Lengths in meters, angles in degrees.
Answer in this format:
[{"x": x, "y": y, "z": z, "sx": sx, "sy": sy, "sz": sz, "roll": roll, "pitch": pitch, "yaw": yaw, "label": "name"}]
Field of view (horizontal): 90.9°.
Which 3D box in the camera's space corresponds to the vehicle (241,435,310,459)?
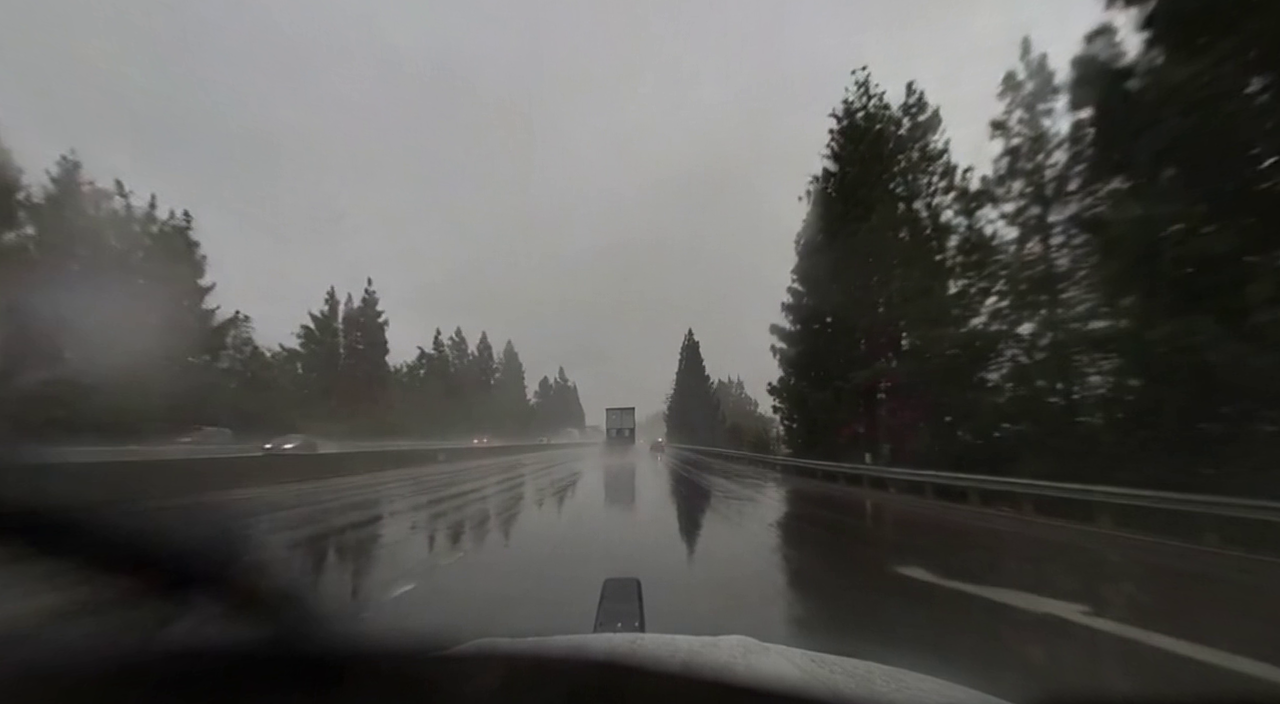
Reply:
[{"x": -23.858, "y": 6.216, "z": 41.449, "sx": 1.813, "sy": 1.473, "sz": 4.499, "roll": 0, "pitch": -8, "yaw": 0, "label": "vehicle"}]
